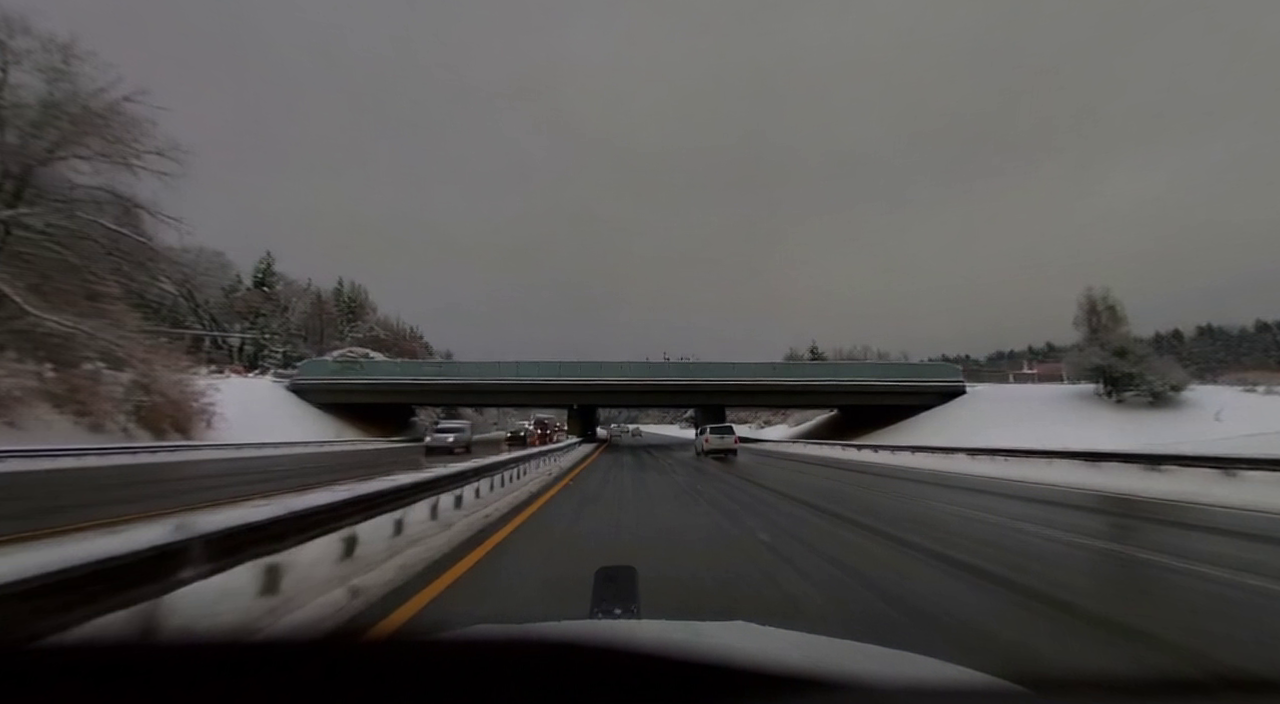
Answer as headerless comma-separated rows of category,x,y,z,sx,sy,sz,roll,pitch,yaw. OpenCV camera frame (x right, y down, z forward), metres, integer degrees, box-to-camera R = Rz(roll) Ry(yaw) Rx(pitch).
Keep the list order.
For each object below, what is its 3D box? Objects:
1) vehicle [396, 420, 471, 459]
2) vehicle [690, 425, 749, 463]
vehicle,-9.264,3.958,28.660,2.058,1.632,4.191,0,-7,-2
vehicle,3.413,4.036,27.848,1.938,1.578,3.764,0,-7,-3
